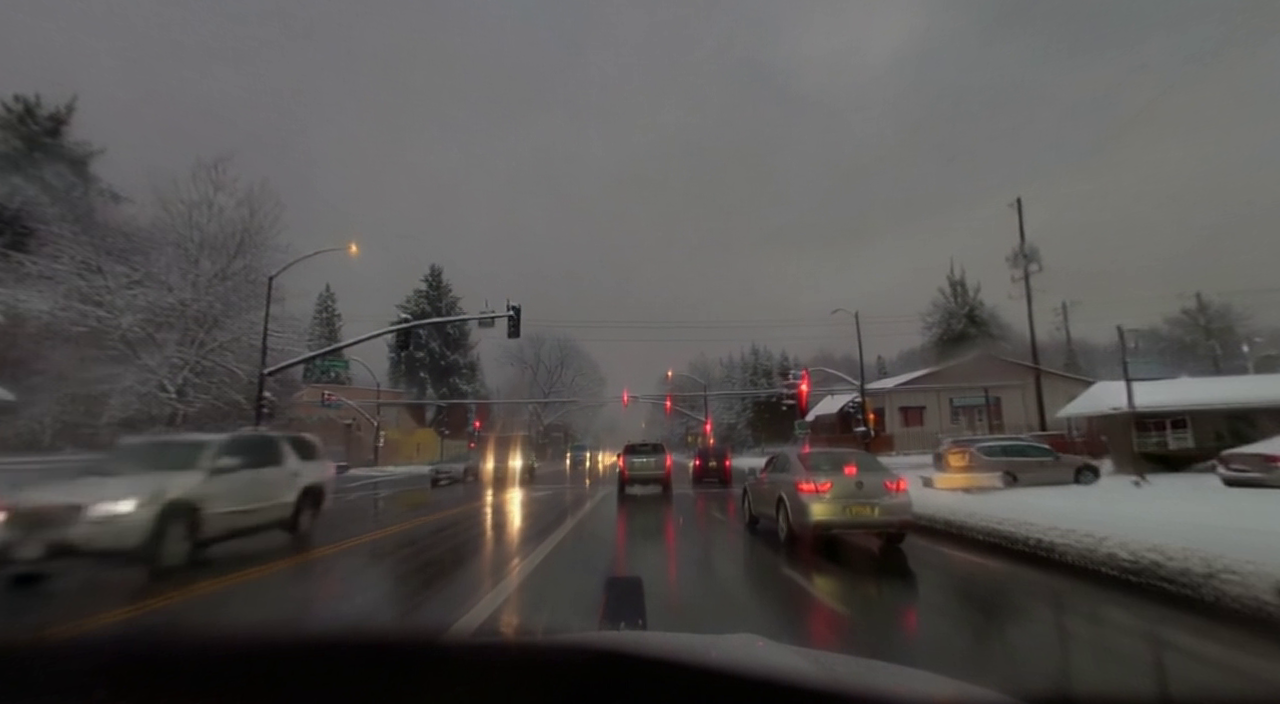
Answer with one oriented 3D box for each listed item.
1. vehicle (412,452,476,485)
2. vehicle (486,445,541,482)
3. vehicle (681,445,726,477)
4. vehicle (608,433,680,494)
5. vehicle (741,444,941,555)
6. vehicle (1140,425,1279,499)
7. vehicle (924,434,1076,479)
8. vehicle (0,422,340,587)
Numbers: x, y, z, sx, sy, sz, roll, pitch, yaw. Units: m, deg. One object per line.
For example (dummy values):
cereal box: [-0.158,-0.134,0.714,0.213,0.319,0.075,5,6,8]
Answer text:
vehicle: [-10.208,6.072,33.027,1.943,1.552,4.670,0,-9,-1]
vehicle: [-6.624,5.864,33.399,1.957,1.836,4.434,0,-9,1]
vehicle: [3.656,6.354,36.906,2.138,1.729,4.178,0,-9,-1]
vehicle: [0.124,3.922,22.405,2.296,1.947,4.168,0,-9,0]
vehicle: [3.098,2.340,10.806,1.900,1.478,4.425,0,-9,-1]
vehicle: [13.686,2.409,13.723,3.899,1.437,1.857,2,-8,2]
vehicle: [13.666,3.977,24.047,4.507,1.610,2.045,0,-9,-1]
vehicle: [-6.490,2.008,9.126,2.092,1.802,4.270,0,-9,0]
